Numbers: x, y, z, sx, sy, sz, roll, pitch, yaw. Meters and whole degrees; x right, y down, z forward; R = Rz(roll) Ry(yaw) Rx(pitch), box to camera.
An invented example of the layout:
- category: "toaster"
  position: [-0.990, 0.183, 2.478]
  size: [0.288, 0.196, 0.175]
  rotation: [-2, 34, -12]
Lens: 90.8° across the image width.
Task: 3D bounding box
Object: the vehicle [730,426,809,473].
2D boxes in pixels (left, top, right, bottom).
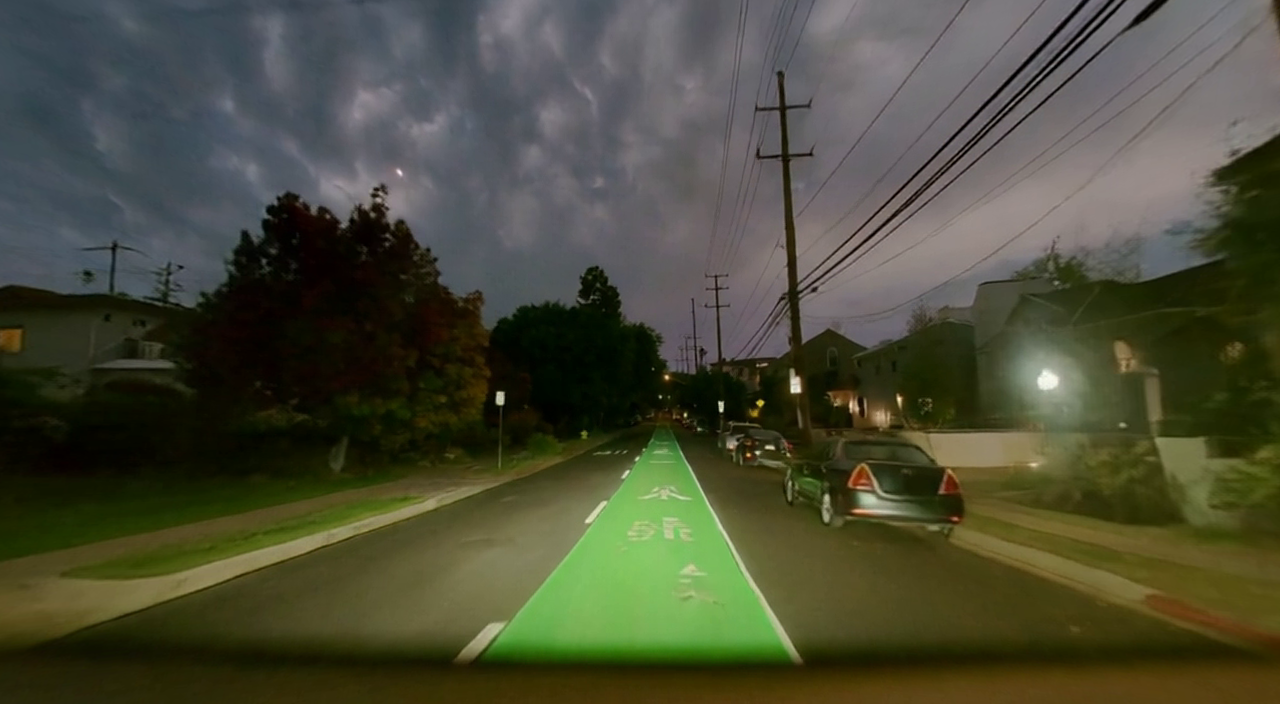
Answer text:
- category: "vehicle"
  position: [4.506, 3.466, 22.593]
  size: [1.981, 1.512, 4.144]
  rotation: [0, -9, 0]

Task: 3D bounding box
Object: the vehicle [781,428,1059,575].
- category: "vehicle"
  position: [3.499, 1.939, 9.096]
  size: [2.235, 1.500, 4.496]
  rotation: [1, -8, 4]
